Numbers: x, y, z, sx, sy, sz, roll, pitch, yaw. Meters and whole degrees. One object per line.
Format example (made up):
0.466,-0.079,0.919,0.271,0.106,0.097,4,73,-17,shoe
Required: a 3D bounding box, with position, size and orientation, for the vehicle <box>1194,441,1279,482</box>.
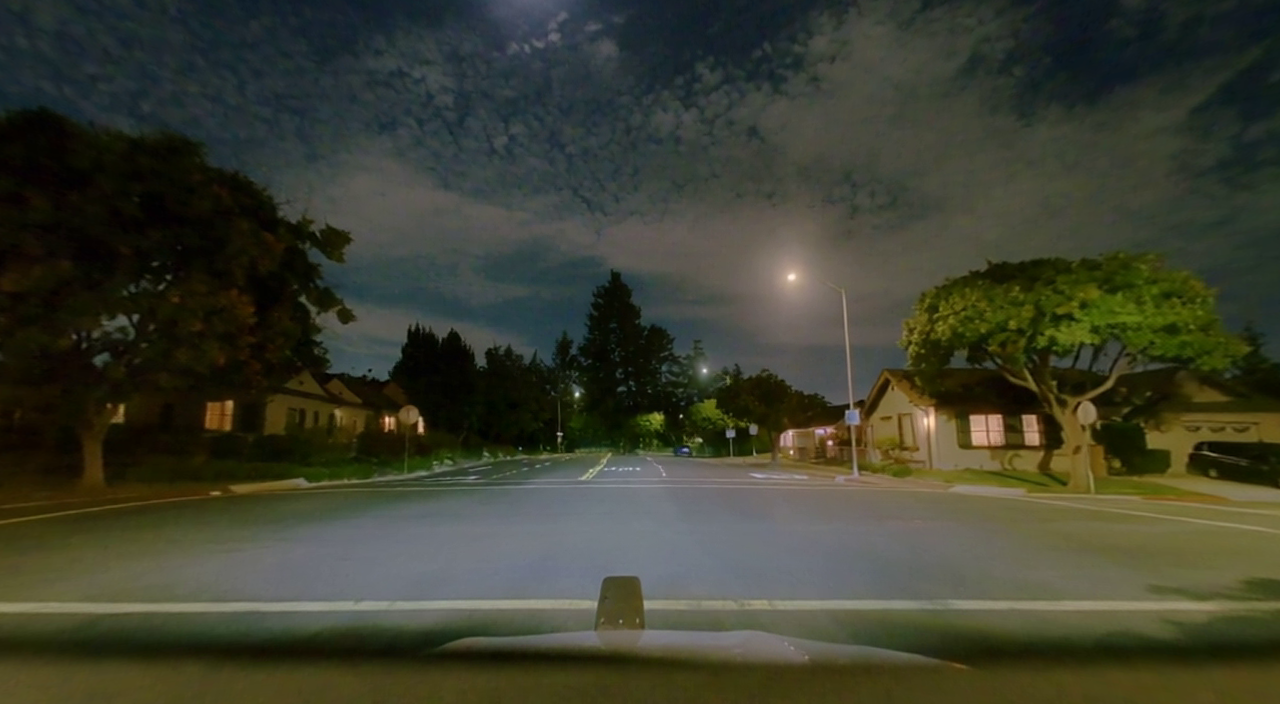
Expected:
26.693,4.551,26.468,2.152,1.606,5.402,0,-9,1,vehicle
